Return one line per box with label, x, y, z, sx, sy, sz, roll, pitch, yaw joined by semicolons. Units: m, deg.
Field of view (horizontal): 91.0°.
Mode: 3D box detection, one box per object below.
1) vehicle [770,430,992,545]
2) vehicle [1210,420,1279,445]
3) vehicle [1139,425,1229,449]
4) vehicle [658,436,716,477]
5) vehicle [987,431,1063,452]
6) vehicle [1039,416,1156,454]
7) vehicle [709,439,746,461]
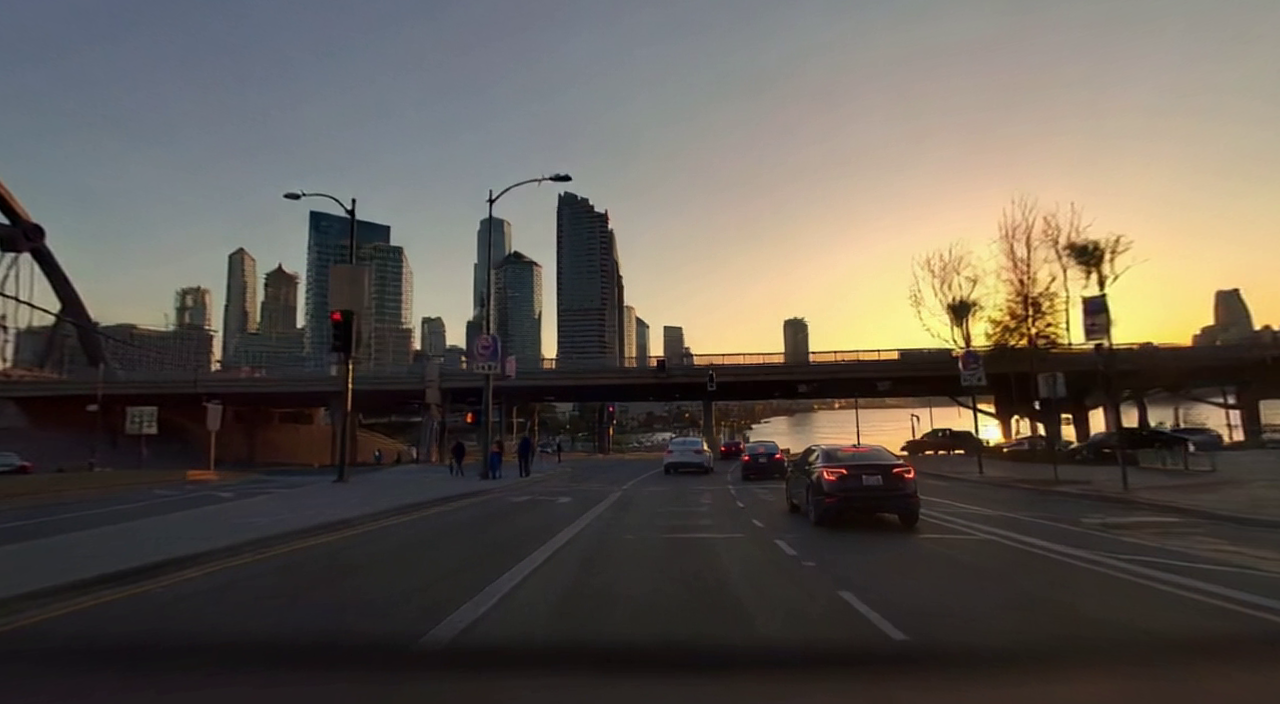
vehicle;3.711;2.175;10.893;2.051;1.509;4.933;0;-9;2
vehicle;40.837;5.350;41.561;5.097;1.557;1.900;2;-9;-11
vehicle;34.615;5.432;40.100;4.535;1.480;1.882;2;-9;-13
vehicle;1.991;4.239;25.663;2.077;1.518;3.760;-1;-9;8
vehicle;28.314;6.571;46.320;4.487;1.474;1.943;2;-9;-12
vehicle;28.035;5.120;38.629;5.771;2.019;2.293;-1;-8;-12
vehicle;6.265;6.955;44.717;2.134;1.492;4.674;-2;-9;13
